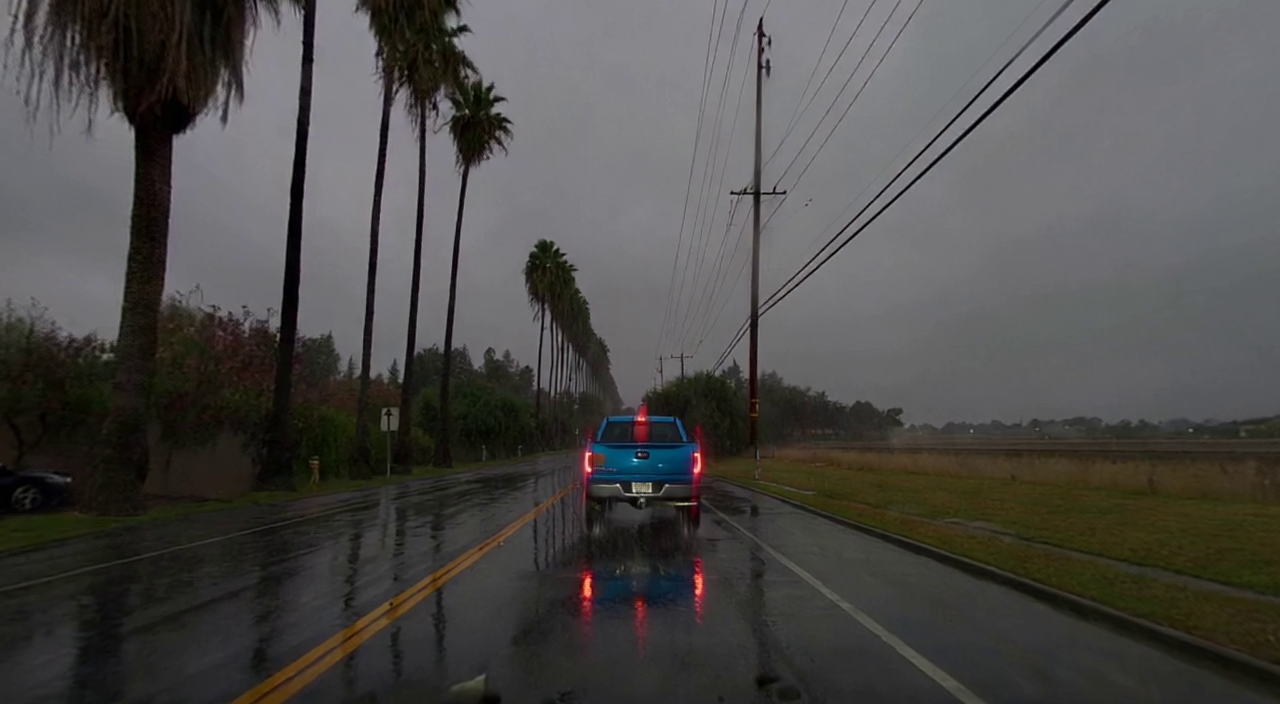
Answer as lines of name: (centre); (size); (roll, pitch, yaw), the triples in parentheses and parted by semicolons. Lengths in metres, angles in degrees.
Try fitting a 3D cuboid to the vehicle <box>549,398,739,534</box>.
vehicle: (0.022, 2.129, 12.332); (2.803, 2.005, 5.885); (0, -8, -1)
